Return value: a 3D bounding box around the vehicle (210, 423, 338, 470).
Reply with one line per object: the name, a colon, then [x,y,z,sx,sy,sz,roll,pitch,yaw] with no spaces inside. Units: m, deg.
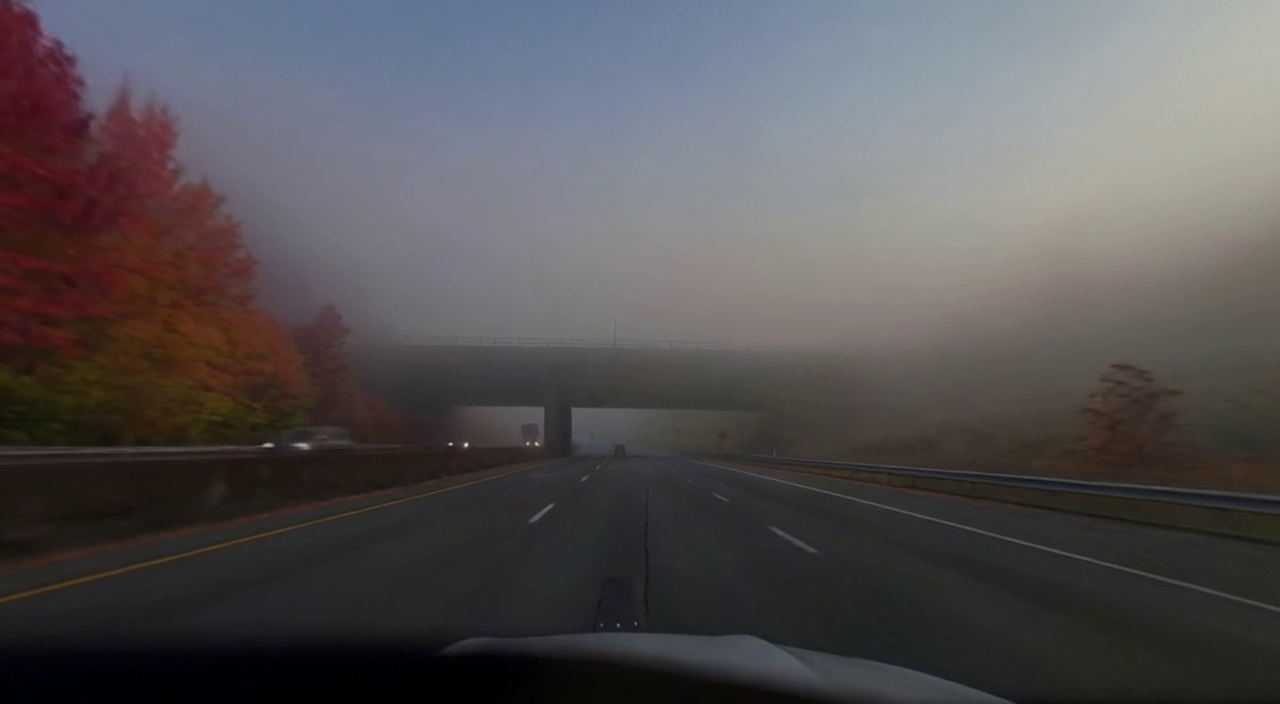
vehicle: [-12.505,3.278,21.781,2.000,1.466,4.124,0,-9,-1]
